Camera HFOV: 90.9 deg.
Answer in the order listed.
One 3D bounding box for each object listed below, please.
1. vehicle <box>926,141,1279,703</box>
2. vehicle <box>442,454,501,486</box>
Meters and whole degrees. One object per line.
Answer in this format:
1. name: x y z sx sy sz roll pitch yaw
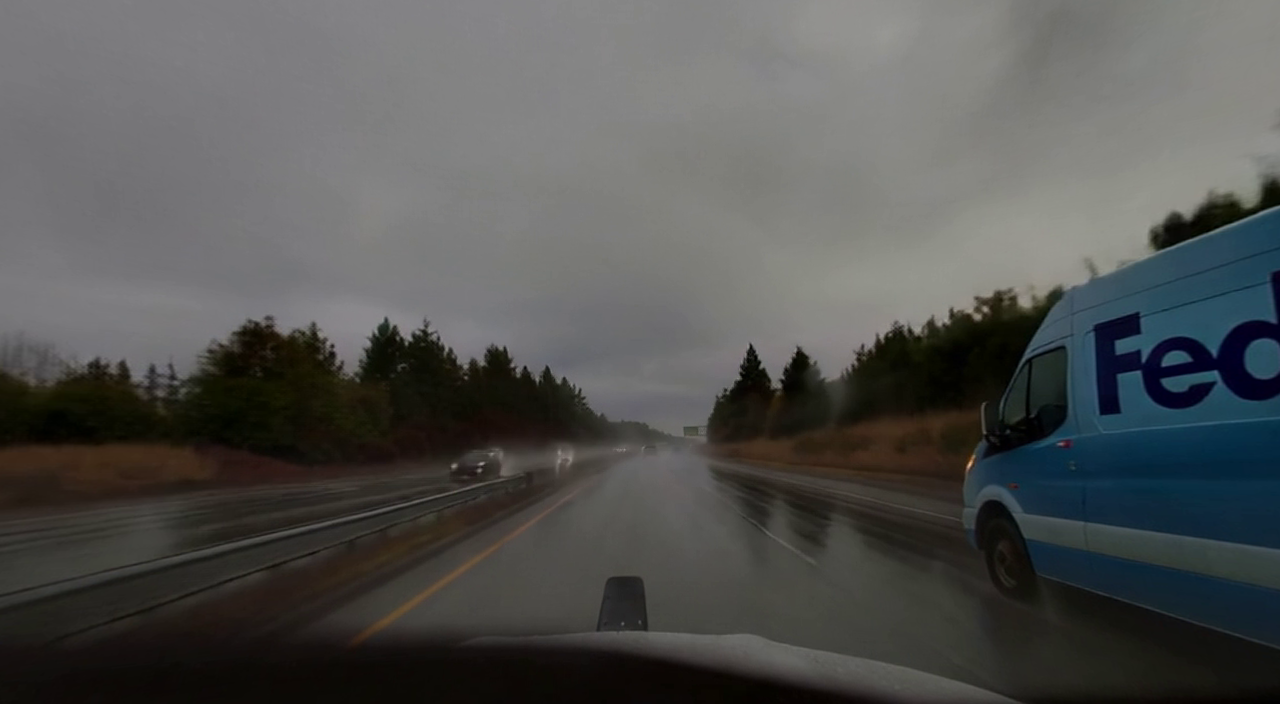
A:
1. vehicle: 3.905 0.411 2.562 2.522 2.556 6.180 0 -9 0
2. vehicle: -8.535 5.999 32.305 1.874 1.459 4.047 0 -9 1
